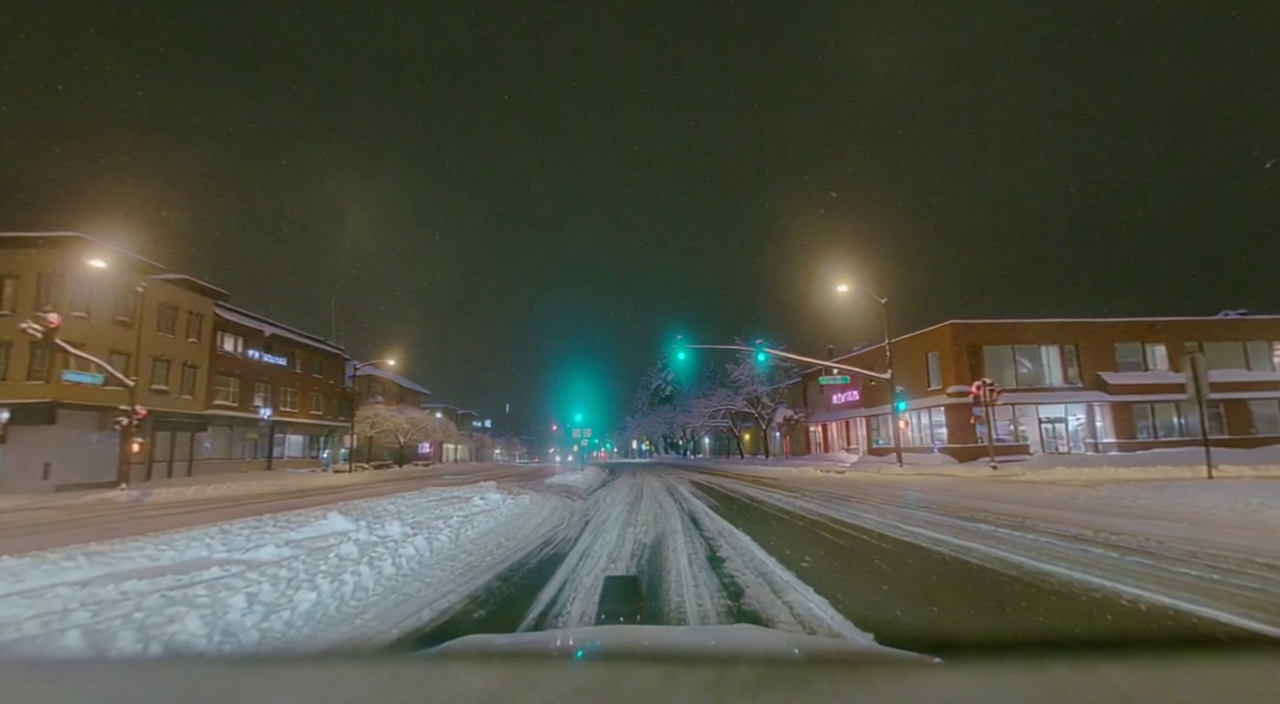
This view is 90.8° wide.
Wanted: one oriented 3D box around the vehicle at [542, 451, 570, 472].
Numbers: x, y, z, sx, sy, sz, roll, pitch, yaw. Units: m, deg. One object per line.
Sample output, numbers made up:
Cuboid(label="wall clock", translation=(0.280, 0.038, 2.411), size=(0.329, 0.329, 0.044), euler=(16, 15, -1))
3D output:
Cuboid(label="vehicle", translation=(-6.586, 8.586, 49.710), size=(1.894, 1.474, 4.332), euler=(0, -8, -4))
